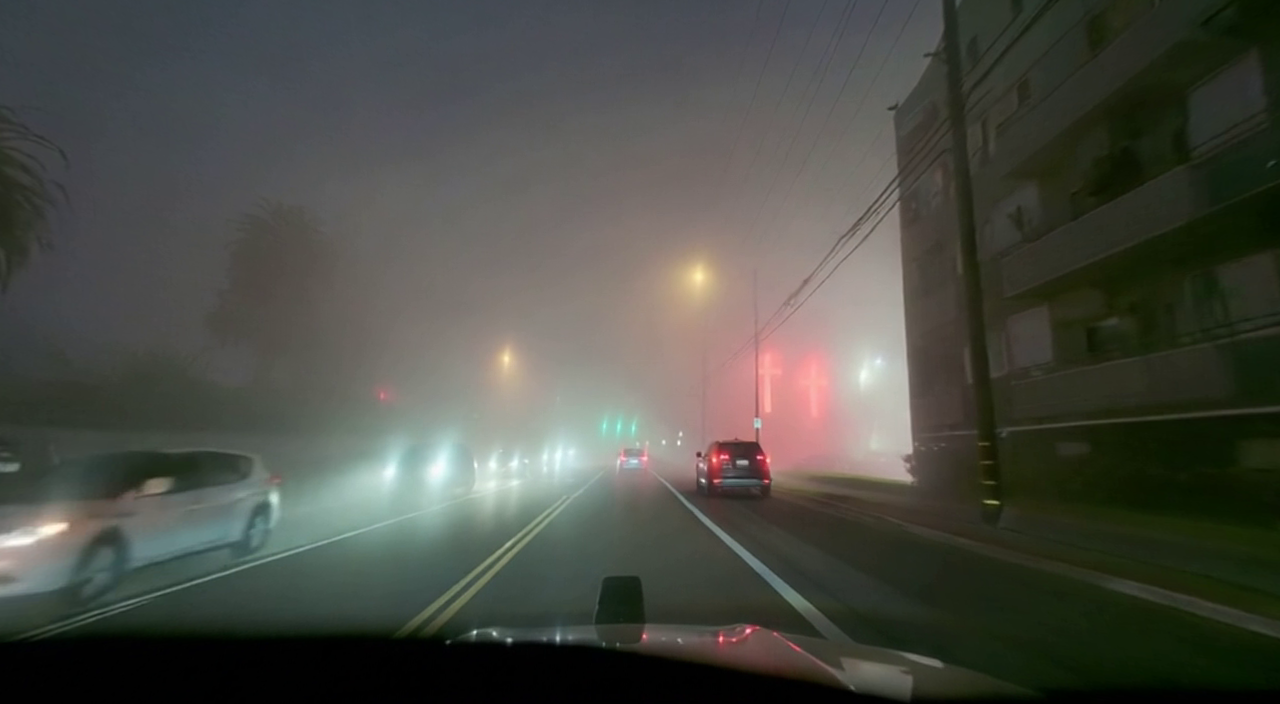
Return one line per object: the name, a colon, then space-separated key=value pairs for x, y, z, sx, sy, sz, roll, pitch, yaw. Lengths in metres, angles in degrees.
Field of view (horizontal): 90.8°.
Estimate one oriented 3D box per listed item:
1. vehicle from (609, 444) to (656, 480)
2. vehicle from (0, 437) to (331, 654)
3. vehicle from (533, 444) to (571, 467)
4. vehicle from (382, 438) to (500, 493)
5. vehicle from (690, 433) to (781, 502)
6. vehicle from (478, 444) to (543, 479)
vehicle: x=-0.384 y=5.433 z=31.500 sx=2.196 sy=1.655 sz=3.939 roll=0 pitch=-8 yaw=-1
vehicle: x=-5.634 y=1.745 z=6.990 sx=2.106 sy=1.566 sz=4.631 roll=0 pitch=-8 yaw=-1
vehicle: x=-6.273 y=7.448 z=45.519 sx=2.074 sy=1.541 sz=4.395 roll=0 pitch=-8 yaw=0
vehicle: x=-5.841 y=3.373 z=19.228 sx=2.083 sy=1.451 sz=4.707 roll=0 pitch=-8 yaw=0
vehicle: x=2.767 y=3.462 z=19.418 sx=1.995 sy=1.858 sz=4.333 roll=0 pitch=-8 yaw=-2
vehicle: x=-6.115 y=5.217 z=30.449 sx=2.135 sy=1.542 sz=4.575 roll=0 pitch=-8 yaw=0
